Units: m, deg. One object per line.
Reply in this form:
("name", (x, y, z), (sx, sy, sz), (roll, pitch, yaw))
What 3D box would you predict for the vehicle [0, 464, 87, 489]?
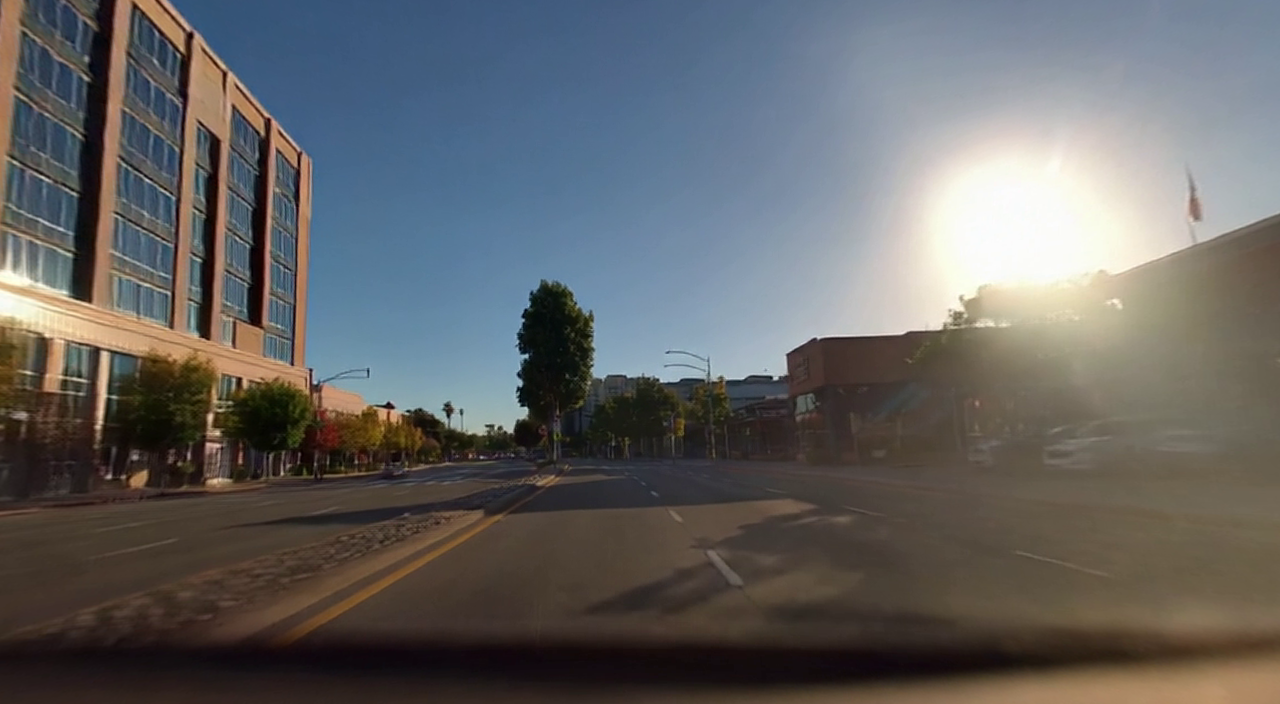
("vehicle", (-39.717, 8.245, 41.988), (3.994, 1.491, 1.730), (4, -9, -24))
